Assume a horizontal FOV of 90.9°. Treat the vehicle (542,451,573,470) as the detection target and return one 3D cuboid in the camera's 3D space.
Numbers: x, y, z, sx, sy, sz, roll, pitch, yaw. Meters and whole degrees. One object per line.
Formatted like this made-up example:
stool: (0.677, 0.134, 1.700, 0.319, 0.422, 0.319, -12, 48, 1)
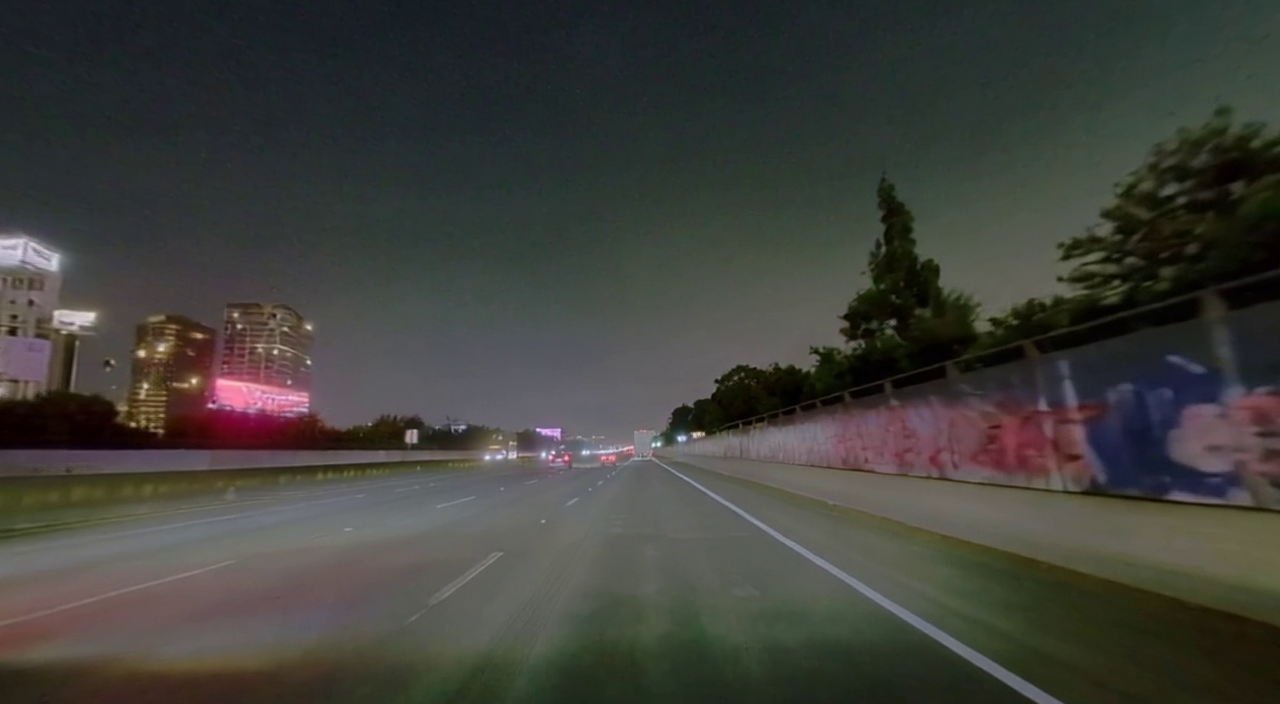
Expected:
vehicle: (-6.490, 8.544, 49.879, 2.027, 1.431, 3.033, 0, -9, 1)
